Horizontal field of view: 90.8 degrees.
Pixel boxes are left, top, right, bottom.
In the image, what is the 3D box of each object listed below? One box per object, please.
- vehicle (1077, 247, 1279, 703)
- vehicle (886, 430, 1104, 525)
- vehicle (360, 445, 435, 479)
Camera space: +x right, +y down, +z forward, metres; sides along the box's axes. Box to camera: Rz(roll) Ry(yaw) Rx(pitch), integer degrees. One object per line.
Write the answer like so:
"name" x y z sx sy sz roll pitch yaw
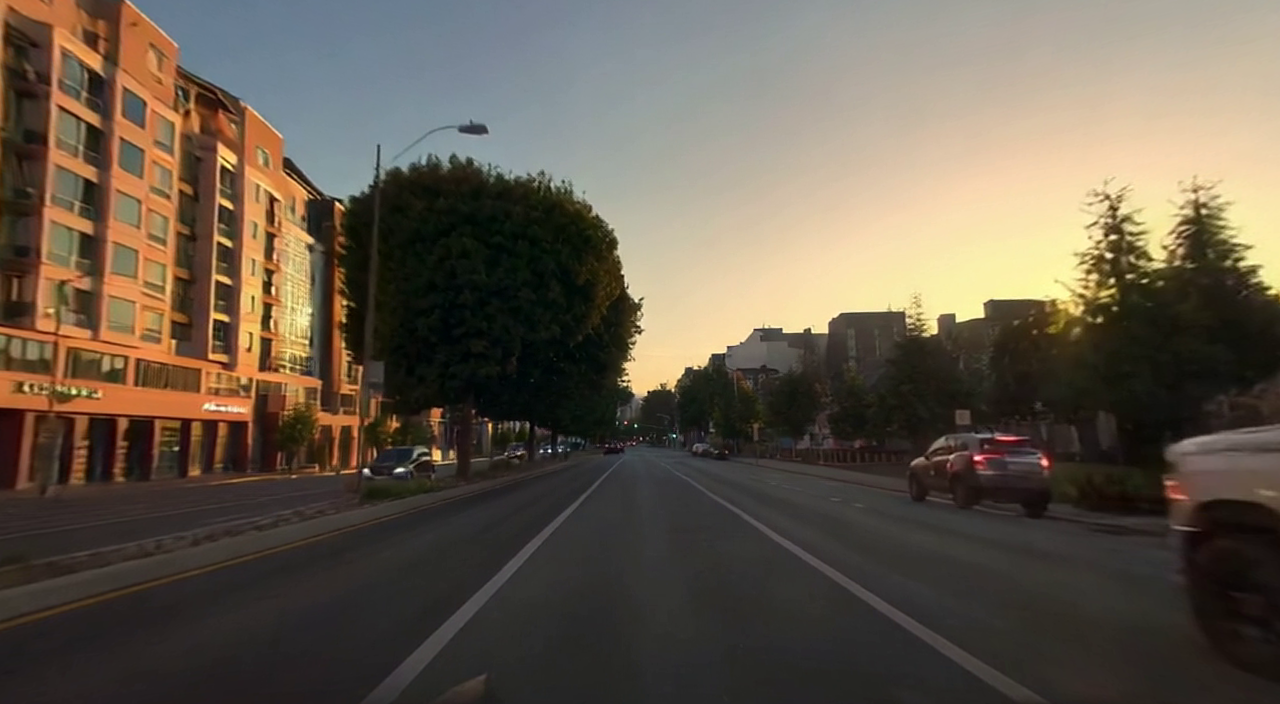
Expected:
"vehicle" 4.714 0.437 1.694 2.723 2.409 5.869 0 -9 -1
"vehicle" 7.577 2.699 14.229 2.011 1.744 4.811 0 -9 -1
"vehicle" -11.409 5.202 30.087 1.834 1.482 4.349 0 -9 0
